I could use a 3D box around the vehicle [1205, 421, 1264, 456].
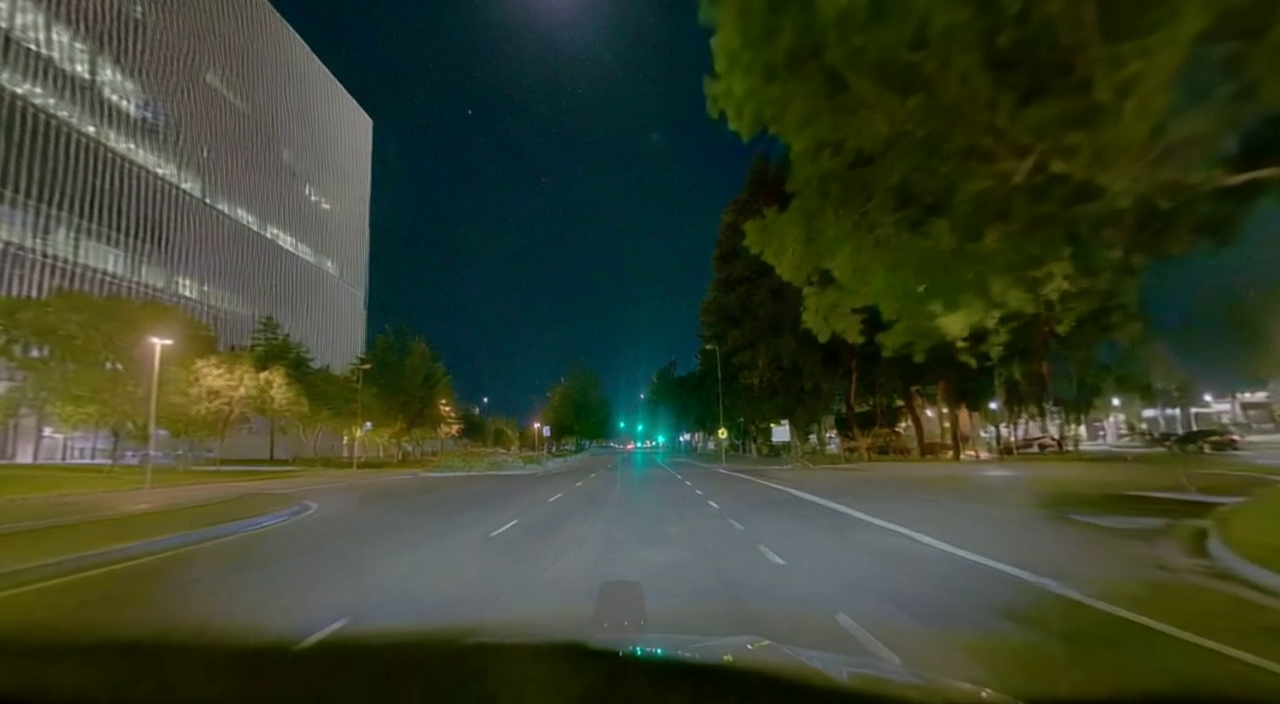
[{"bbox_3d":[32.228,4.775,34.256,1.856,1.730,4.156,-9,-13,38],"label":"vehicle"}]

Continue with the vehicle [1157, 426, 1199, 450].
[{"bbox_3d":[35.246,5.644,41.324,1.828,1.443,3.905,-7,-10,38],"label":"vehicle"}]
